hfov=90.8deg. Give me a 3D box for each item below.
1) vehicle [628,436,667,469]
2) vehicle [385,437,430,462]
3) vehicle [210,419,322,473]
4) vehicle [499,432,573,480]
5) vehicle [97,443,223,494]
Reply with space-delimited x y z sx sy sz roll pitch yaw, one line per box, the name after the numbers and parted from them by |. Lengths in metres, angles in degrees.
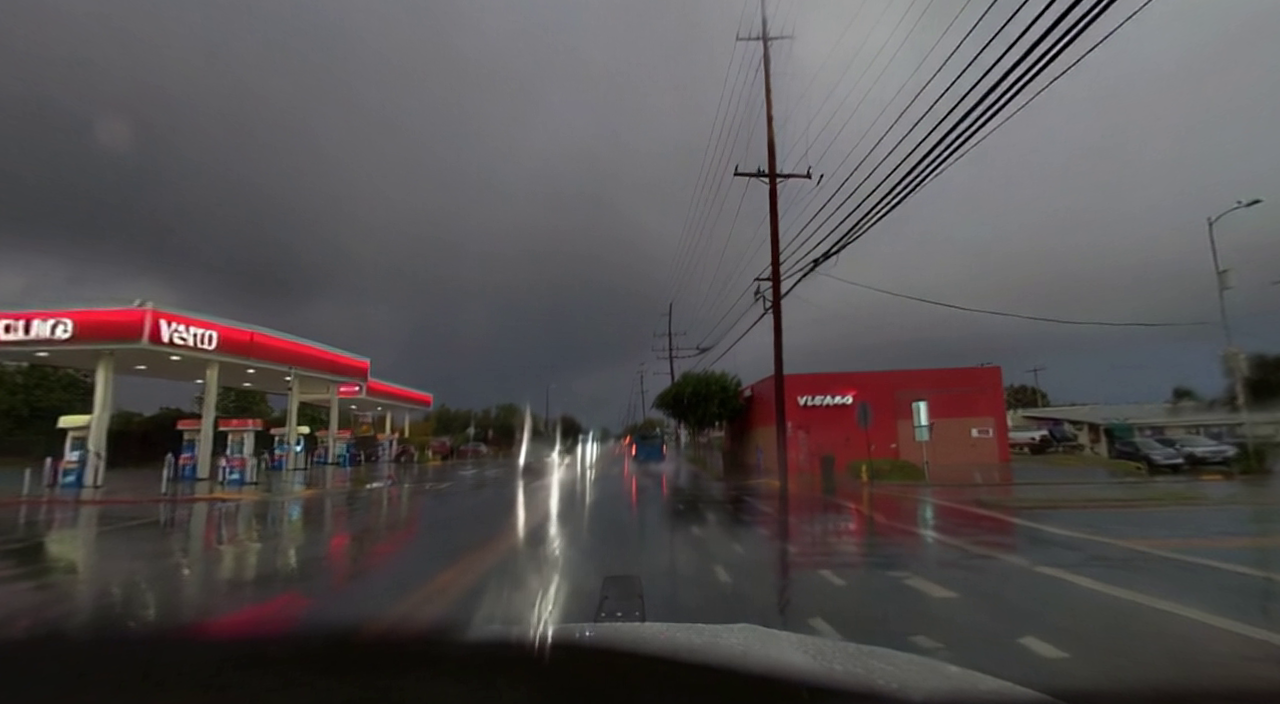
0.340 5.376 34.094 2.000 1.663 4.271 0 -8 -1 | vehicle
-17.281 7.252 47.186 1.890 1.761 4.578 0 -8 -3 | vehicle
-17.545 4.437 30.002 2.499 2.309 4.613 0 -8 -1 | vehicle
-4.331 4.420 27.159 2.274 1.844 4.843 0 -8 1 | vehicle
-15.878 3.747 20.794 5.116 1.487 1.928 -7 -10 37 | vehicle
